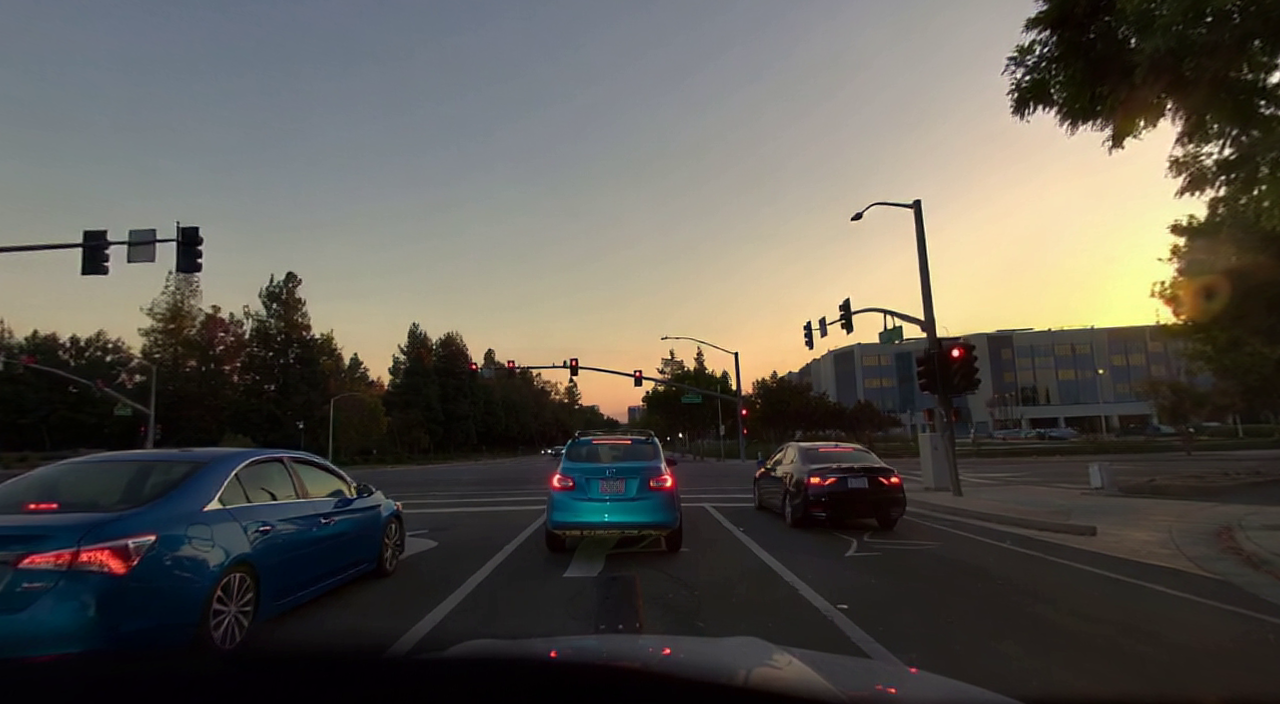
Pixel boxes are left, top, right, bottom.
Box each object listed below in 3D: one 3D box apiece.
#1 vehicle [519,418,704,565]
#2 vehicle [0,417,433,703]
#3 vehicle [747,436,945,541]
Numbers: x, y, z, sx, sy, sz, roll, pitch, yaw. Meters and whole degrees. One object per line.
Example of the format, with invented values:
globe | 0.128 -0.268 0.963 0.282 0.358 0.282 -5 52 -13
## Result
vehicle | -0.347 1.830 8.975 2.038 1.599 3.844 0 -8 -1
vehicle | -3.580 1.408 5.504 2.052 1.472 4.479 0 -8 0
vehicle | 3.293 2.260 11.189 1.970 1.449 4.433 0 -8 -1
